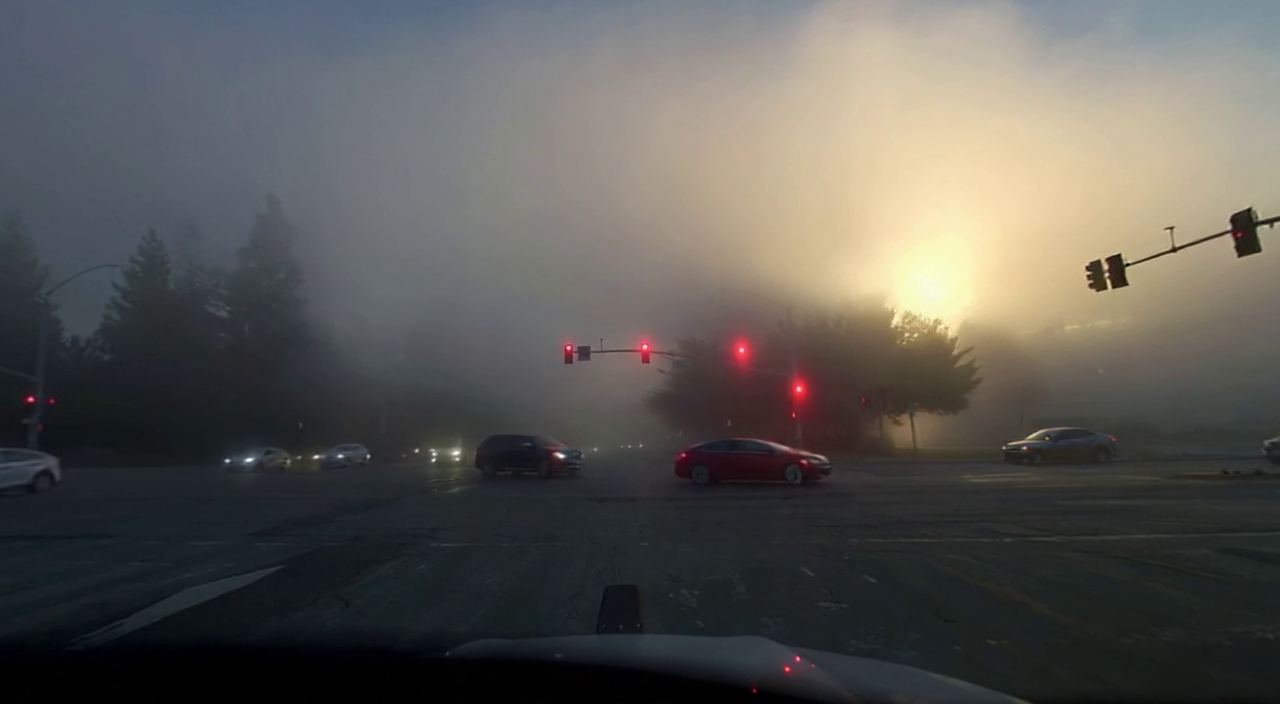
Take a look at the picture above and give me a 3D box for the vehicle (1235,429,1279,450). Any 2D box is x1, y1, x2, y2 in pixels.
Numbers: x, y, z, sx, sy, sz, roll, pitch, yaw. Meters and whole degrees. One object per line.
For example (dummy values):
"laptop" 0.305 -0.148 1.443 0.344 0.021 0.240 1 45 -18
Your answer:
"vehicle" 45.683 6.275 45.256 1.786 1.412 4.330 0 -9 0

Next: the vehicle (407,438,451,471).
"vehicle" -11.736 5.708 35.389 1.982 1.678 4.180 2 -9 -15

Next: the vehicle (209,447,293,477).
"vehicle" -23.208 6.567 37.924 2.041 1.642 4.628 0 -9 0

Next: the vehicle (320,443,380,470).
"vehicle" -19.772 7.149 43.301 2.088 1.743 4.417 0 -9 -1

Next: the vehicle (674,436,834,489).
"vehicle" 3.599 3.445 19.961 4.532 1.467 2.135 -4 -9 25

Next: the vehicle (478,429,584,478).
"vehicle" -4.752 4.336 27.119 4.767 1.877 2.017 -8 -12 44
